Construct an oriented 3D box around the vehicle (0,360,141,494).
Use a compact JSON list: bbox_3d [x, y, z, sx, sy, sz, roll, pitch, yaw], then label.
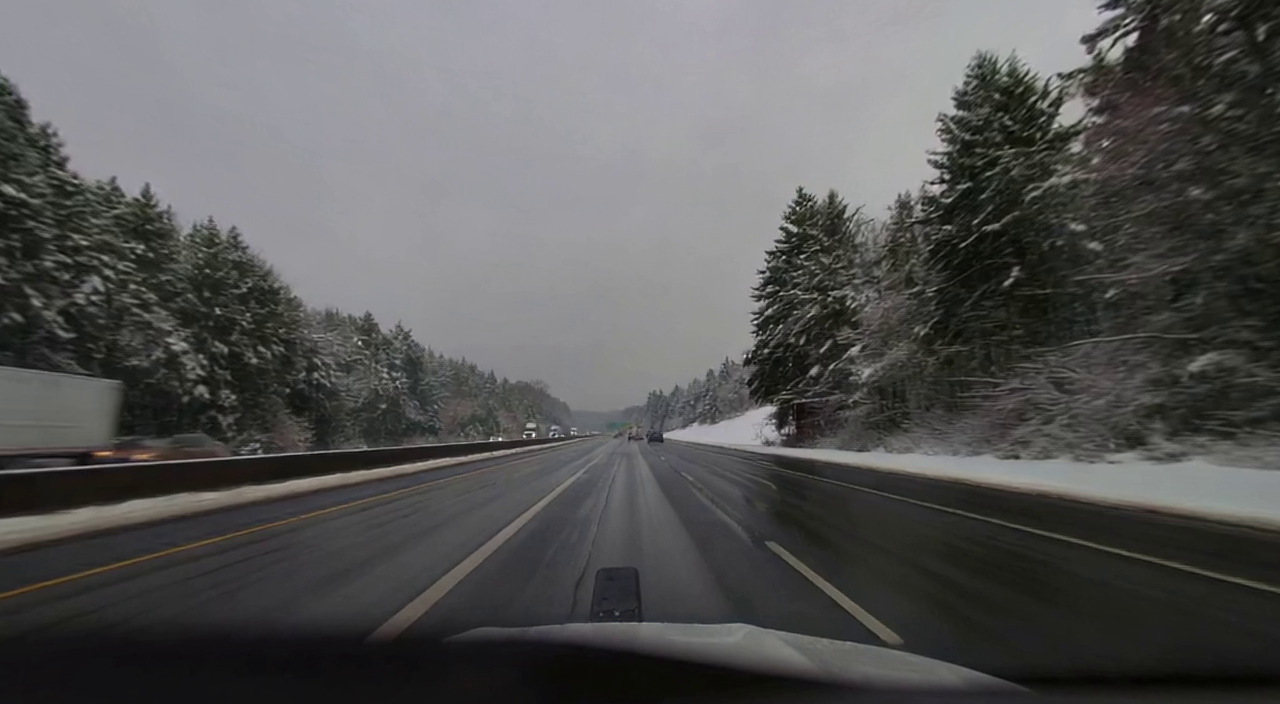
[{"bbox_3d":[-20.640,1.875,15.970,2.934,3.998,16.255,0,-8,-1],"label":"vehicle"}]
